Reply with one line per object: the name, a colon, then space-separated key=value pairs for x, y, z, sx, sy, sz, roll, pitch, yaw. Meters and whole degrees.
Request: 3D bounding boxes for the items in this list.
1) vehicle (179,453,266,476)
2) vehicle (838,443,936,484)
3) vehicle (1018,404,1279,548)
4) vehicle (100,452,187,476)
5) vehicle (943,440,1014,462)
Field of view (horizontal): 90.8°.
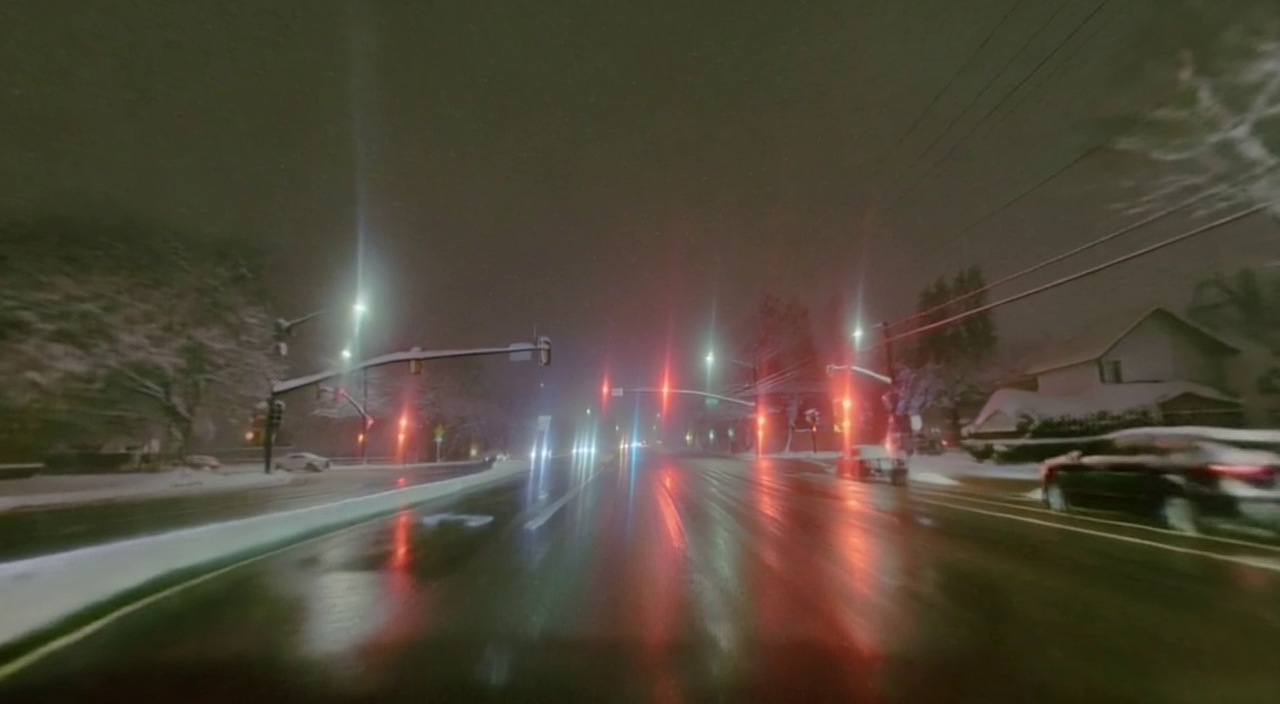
vehicle: x=-29.462 y=7.941 z=44.680 sx=4.692 sy=1.476 sz=1.946 roll=0 pitch=-8 yaw=-2
vehicle: x=9.812 y=4.448 z=25.563 sx=1.918 sy=1.483 sz=4.813 roll=0 pitch=-8 yaw=-1
vehicle: x=9.814 y=2.115 z=11.576 sx=2.245 sy=1.983 sz=5.433 roll=0 pitch=-8 yaw=-2
vehicle: x=-35.519 y=8.010 z=45.237 sx=4.563 sy=1.451 sz=2.046 roll=-2 pitch=-8 yaw=1
vehicle: x=23.912 y=6.992 z=44.765 sx=3.985 sy=1.474 sz=1.764 roll=0 pitch=-8 yaw=0
